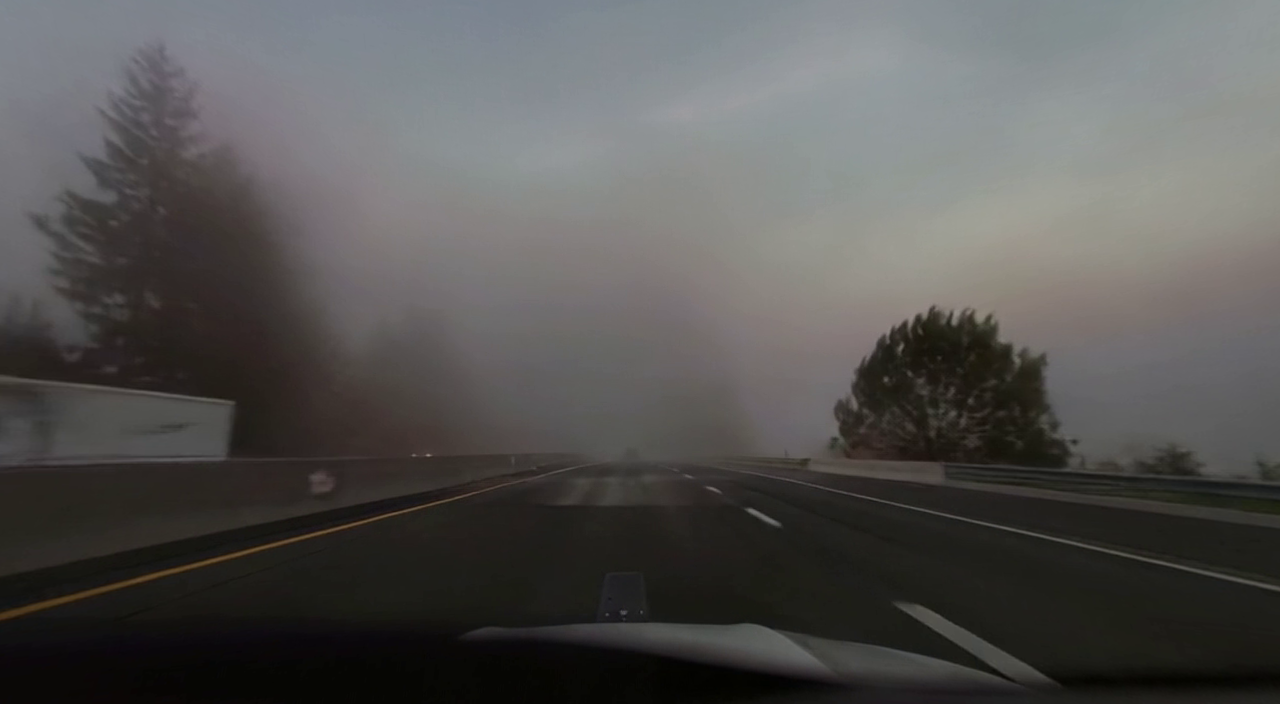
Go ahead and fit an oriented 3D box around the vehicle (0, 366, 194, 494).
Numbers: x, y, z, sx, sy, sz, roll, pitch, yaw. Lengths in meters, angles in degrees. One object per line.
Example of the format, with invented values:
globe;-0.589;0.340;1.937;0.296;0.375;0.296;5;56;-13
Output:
vehicle;-17.203;2.362;18.327;2.685;3.137;7.722;0;-9;0
